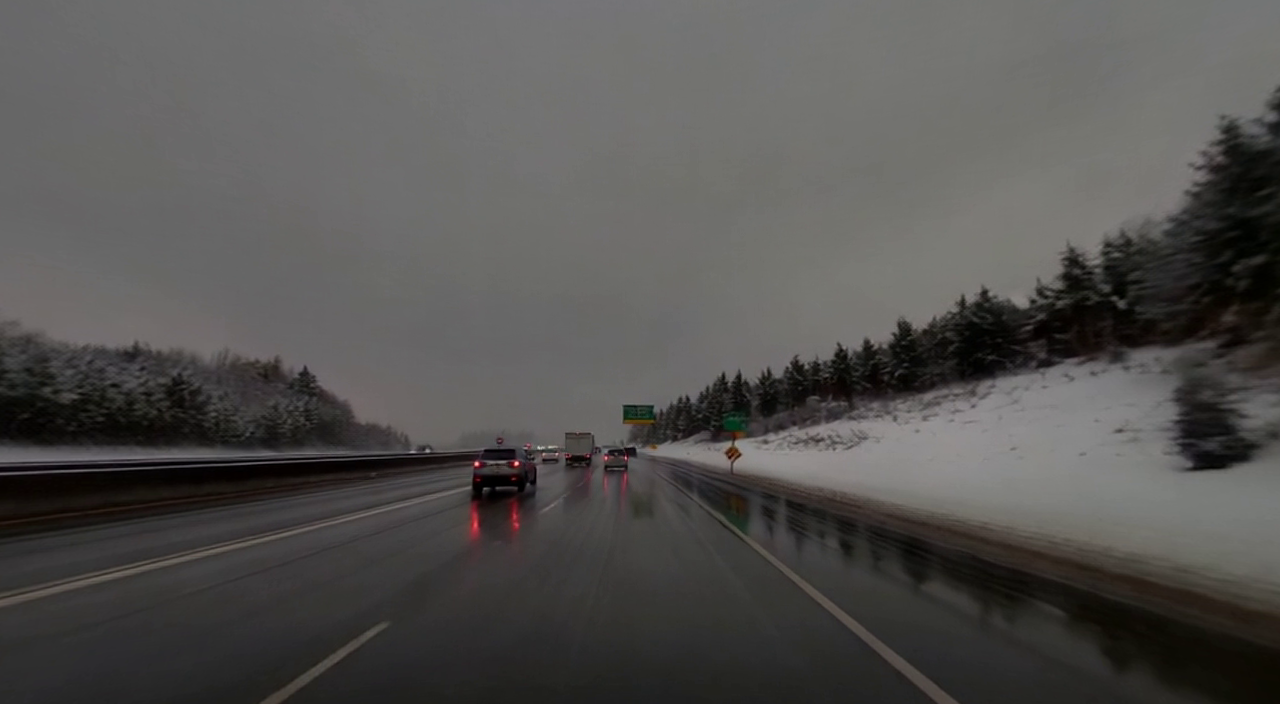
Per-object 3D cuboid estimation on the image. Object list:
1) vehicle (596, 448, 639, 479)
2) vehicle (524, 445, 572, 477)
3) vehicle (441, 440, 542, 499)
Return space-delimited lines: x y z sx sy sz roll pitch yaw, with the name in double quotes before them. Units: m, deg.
"vehicle" -1.146 5.587 31.956 1.988 1.440 4.201 0 -9 -2
"vehicle" -4.971 5.953 34.753 2.118 1.624 4.032 0 -9 -1
"vehicle" -4.493 3.633 19.833 2.208 1.619 4.162 0 -9 0
